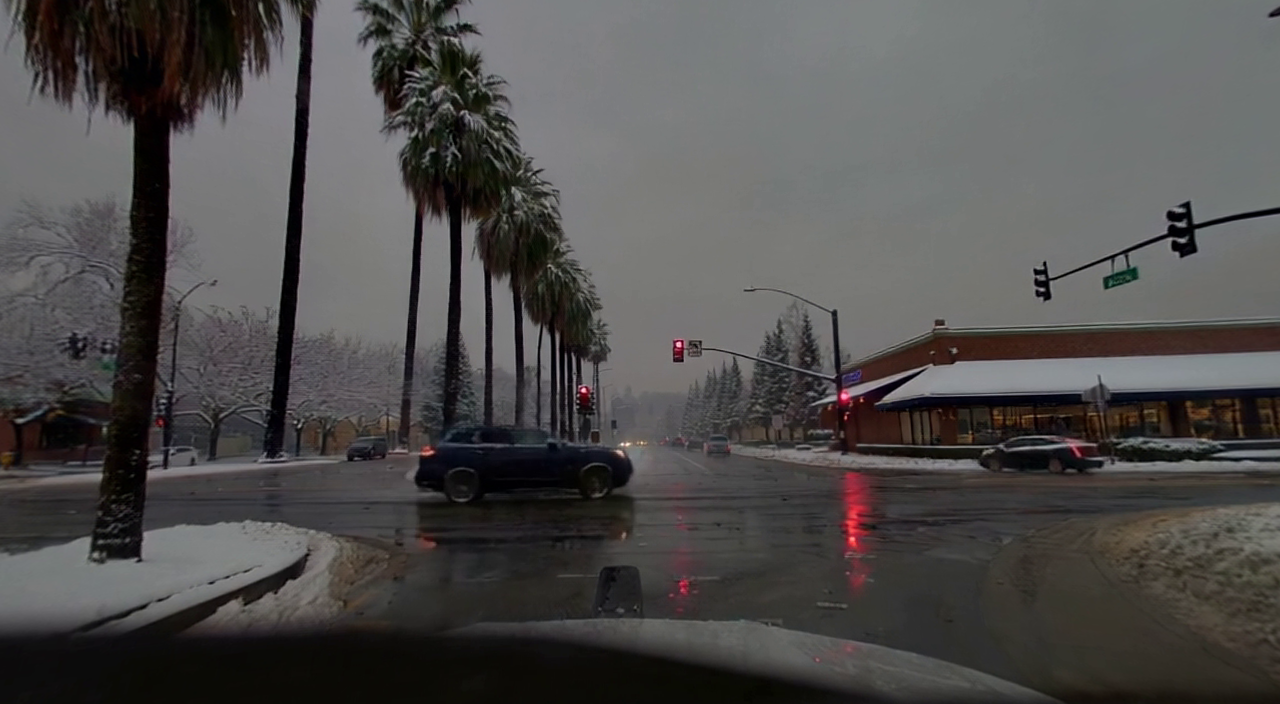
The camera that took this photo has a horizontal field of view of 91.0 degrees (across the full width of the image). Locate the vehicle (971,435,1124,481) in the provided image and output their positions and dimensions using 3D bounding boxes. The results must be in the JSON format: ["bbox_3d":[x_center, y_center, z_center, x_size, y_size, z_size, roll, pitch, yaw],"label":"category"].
[{"bbox_3d":[16.361,4.268,25.600,4.722,1.717,2.000,-2,-9,16],"label":"vehicle"}]

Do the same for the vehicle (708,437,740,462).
[{"bbox_3d":[5.986,7.027,45.355,1.999,1.653,4.603,-1,-8,5],"label":"vehicle"}]

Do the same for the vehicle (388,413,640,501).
[{"bbox_3d":[-2.885,2.557,15.485,5.619,1.951,2.321,1,-8,-4],"label":"vehicle"}]

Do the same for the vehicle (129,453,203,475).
[{"bbox_3d":[-37.261,8.817,49.665,2.160,1.565,4.868,0,-9,-1],"label":"vehicle"}]
